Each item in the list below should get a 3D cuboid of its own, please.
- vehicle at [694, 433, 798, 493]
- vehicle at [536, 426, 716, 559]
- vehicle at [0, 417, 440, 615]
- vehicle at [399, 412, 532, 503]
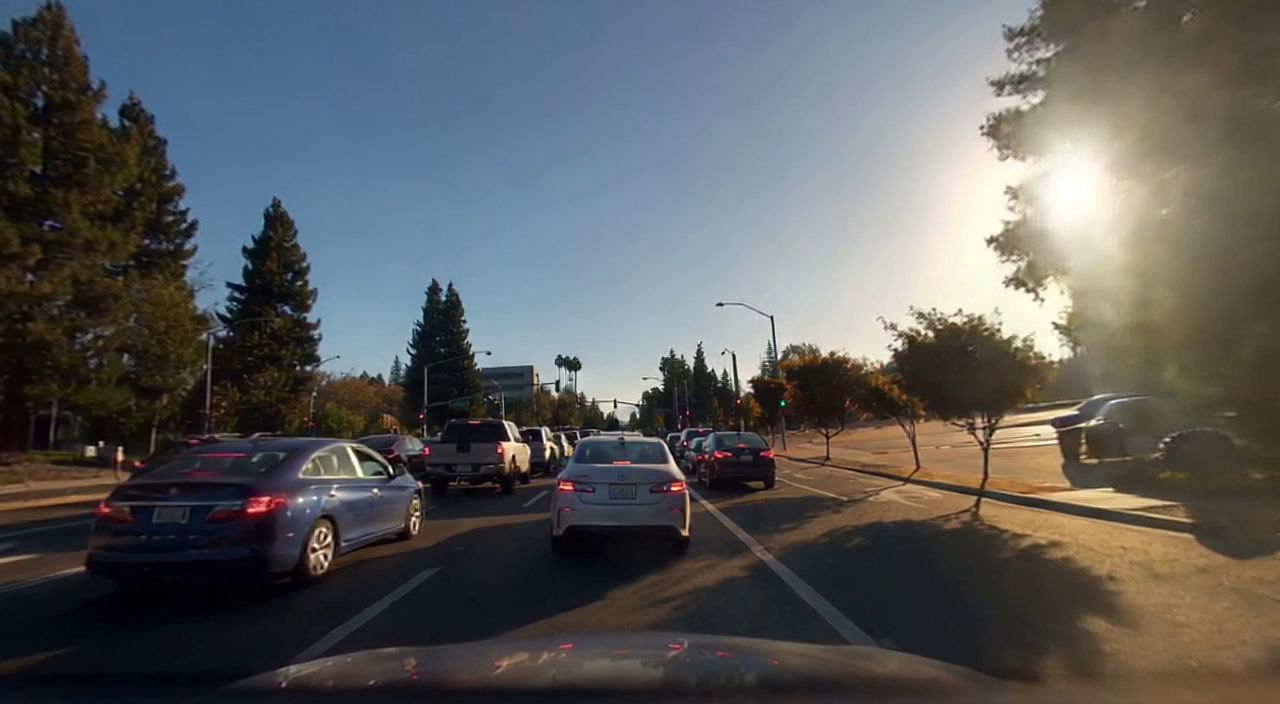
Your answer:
[{"bbox_3d":[2.812,3.059,17.817,1.978,1.452,4.381,0,-8,-3],"label":"vehicle"},{"bbox_3d":[-0.227,1.875,9.162,2.007,1.467,4.059,0,-8,-2],"label":"vehicle"},{"bbox_3d":[-3.865,1.543,6.907,1.985,1.467,4.224,0,-8,-1],"label":"vehicle"},{"bbox_3d":[-4.037,2.531,15.507,2.054,1.881,4.469,0,-8,-1],"label":"vehicle"}]
